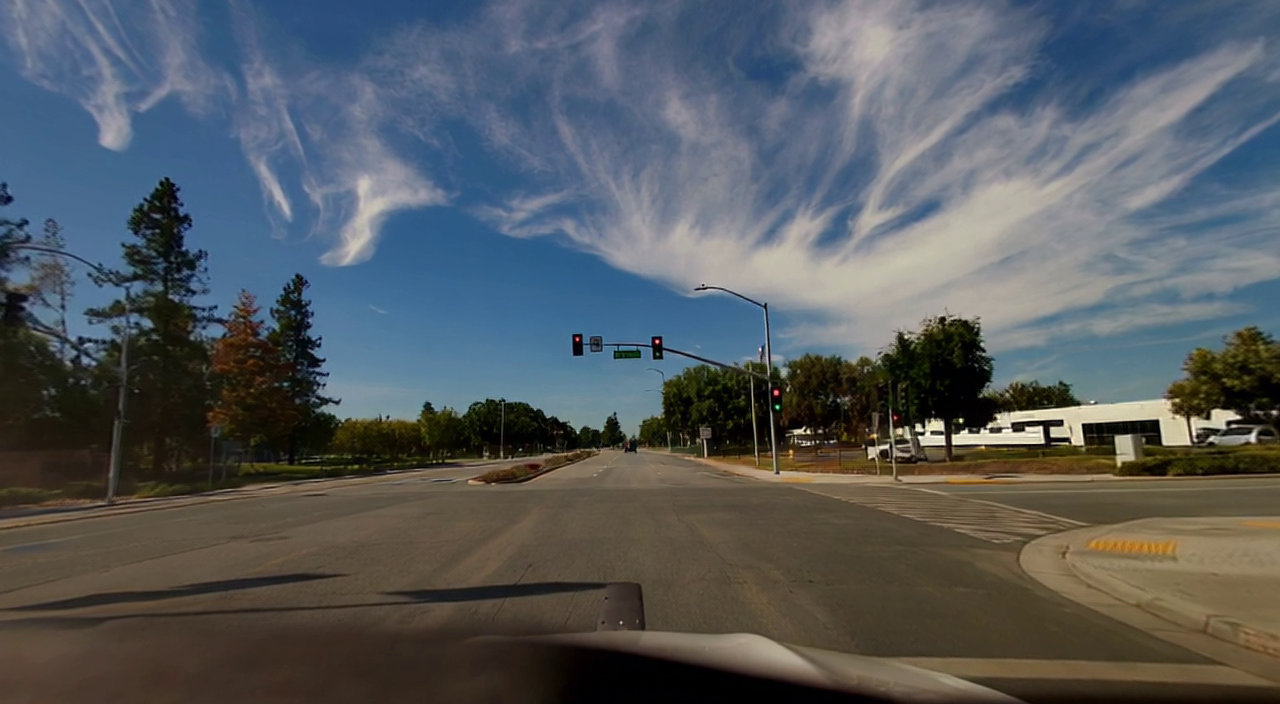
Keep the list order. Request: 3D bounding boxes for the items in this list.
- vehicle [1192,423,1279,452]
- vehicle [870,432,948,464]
[{"bbox_3d":[34.090,4.866,35.745,1.832,1.521,4.266,0,-9,1],"label":"vehicle"},{"bbox_3d":[14.950,5.378,35.386,1.959,1.471,4.570,-4,-9,-5],"label":"vehicle"}]
